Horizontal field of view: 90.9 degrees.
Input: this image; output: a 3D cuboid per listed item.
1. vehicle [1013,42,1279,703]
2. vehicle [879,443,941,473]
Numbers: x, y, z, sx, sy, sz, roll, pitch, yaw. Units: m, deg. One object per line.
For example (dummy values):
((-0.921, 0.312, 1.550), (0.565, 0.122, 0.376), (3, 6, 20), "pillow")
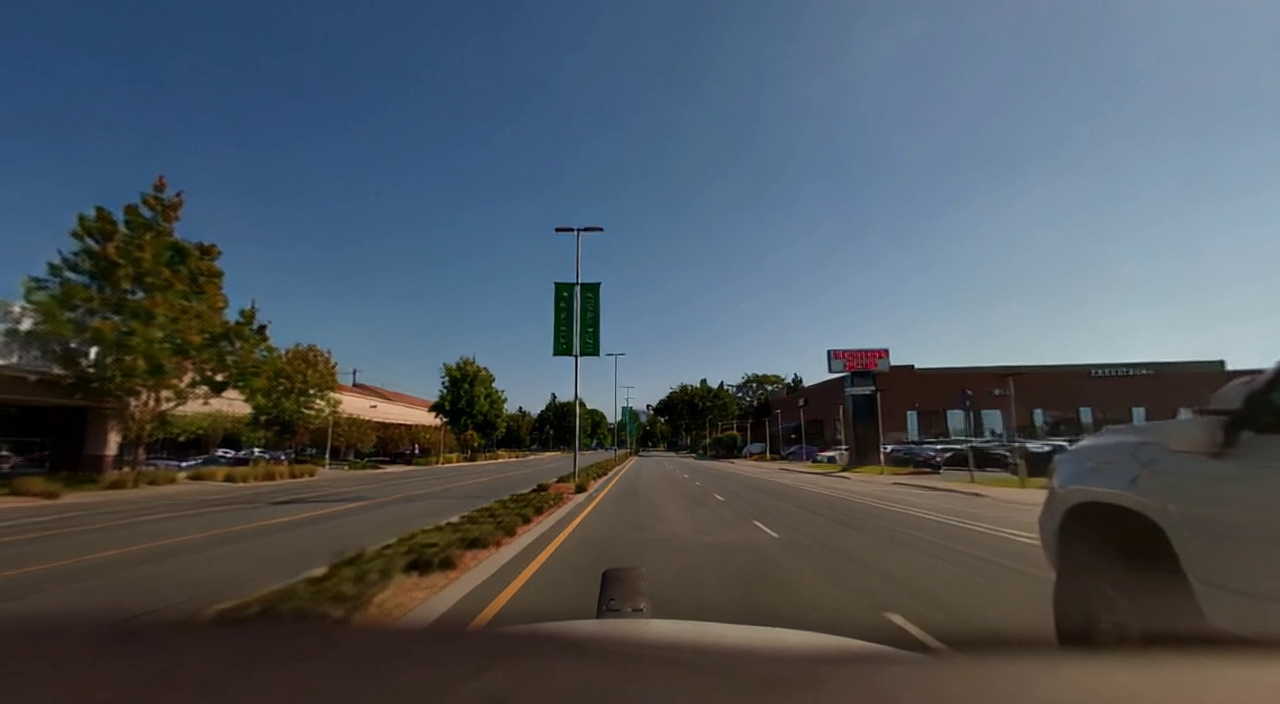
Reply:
((3.266, 0.083, 0.448), (2.484, 2.642, 5.990), (-1, -8, 3), "vehicle")
((17.227, 6.734, 40.457), (1.882, 1.699, 4.367), (-2, -8, -1), "vehicle")
